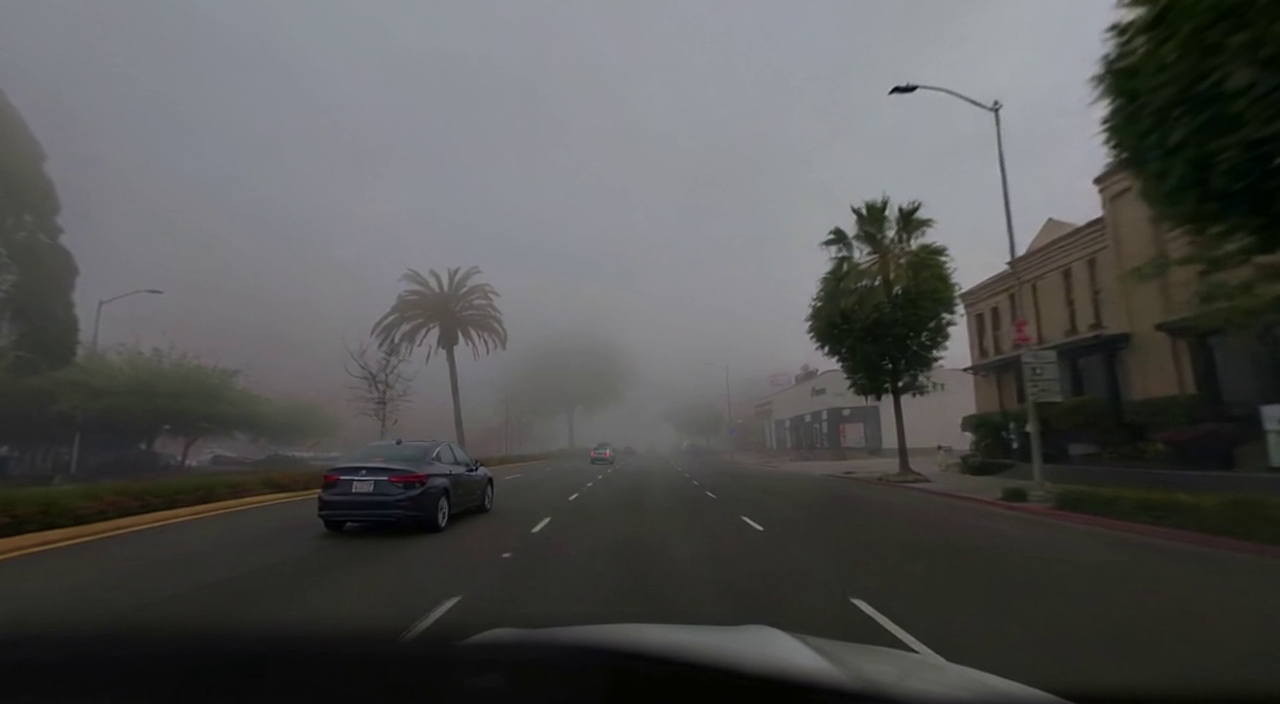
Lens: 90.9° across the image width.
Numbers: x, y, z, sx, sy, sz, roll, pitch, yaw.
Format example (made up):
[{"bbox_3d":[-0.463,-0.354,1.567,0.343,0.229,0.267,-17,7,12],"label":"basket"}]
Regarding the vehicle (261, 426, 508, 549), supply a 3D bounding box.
[{"bbox_3d":[-3.655,2.021,10.110,2.032,1.511,4.424,0,-8,1],"label":"vehicle"}]
